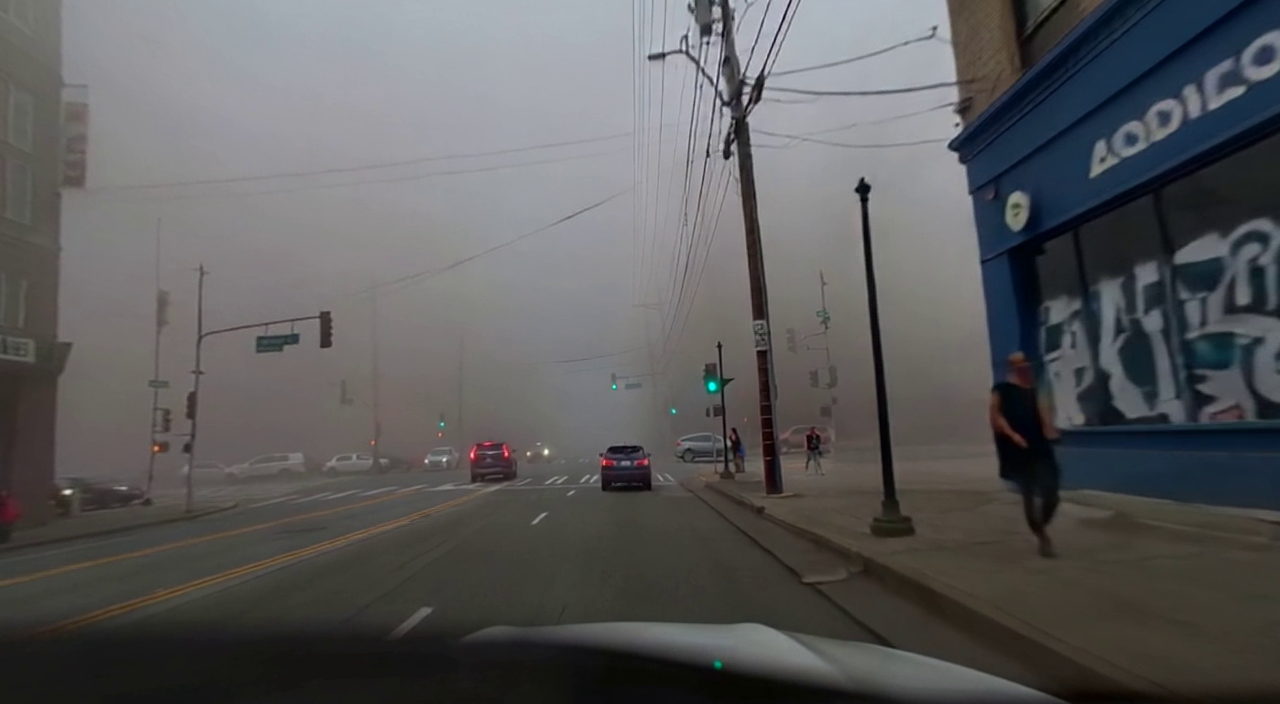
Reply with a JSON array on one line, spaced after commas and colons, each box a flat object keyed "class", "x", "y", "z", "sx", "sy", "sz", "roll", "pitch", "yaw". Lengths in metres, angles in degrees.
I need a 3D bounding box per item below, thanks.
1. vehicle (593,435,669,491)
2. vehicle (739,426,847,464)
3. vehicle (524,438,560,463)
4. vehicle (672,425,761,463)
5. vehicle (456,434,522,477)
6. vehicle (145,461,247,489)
[{"class": "vehicle", "x": -0.243, "y": 3.342, "z": 19.386, "sx": 2.059, "sy": 1.497, "sz": 4.260, "roll": 0, "pitch": -8, "yaw": 0}, {"class": "vehicle", "x": 7.473, "y": 4.551, "z": 31.141, "sx": 4.714, "sy": 1.686, "sz": 1.973, "roll": 0, "pitch": -7, "yaw": -9}, {"class": "vehicle", "x": -6.186, "y": 6.254, "z": 40.193, "sx": 2.097, "sy": 1.457, "sz": 4.439, "roll": 1, "pitch": -8, "yaw": -8}, {"class": "vehicle", "x": 4.074, "y": 4.826, "z": 33.345, "sx": 4.478, "sy": 1.749, "sz": 2.161, "roll": 4, "pitch": -9, "yaw": -42}, {"class": "vehicle", "x": -6.671, "y": 4.609, "z": 28.390, "sx": 2.063, "sy": 1.751, "sz": 4.229, "roll": 0, "pitch": -8, "yaw": -2}, {"class": "vehicle", "x": -26.030, "y": 7.218, "z": 37.149, "sx": 4.479, "sy": 1.484, "sz": 2.036, "roll": 0, "pitch": -8, "yaw": 1}]
